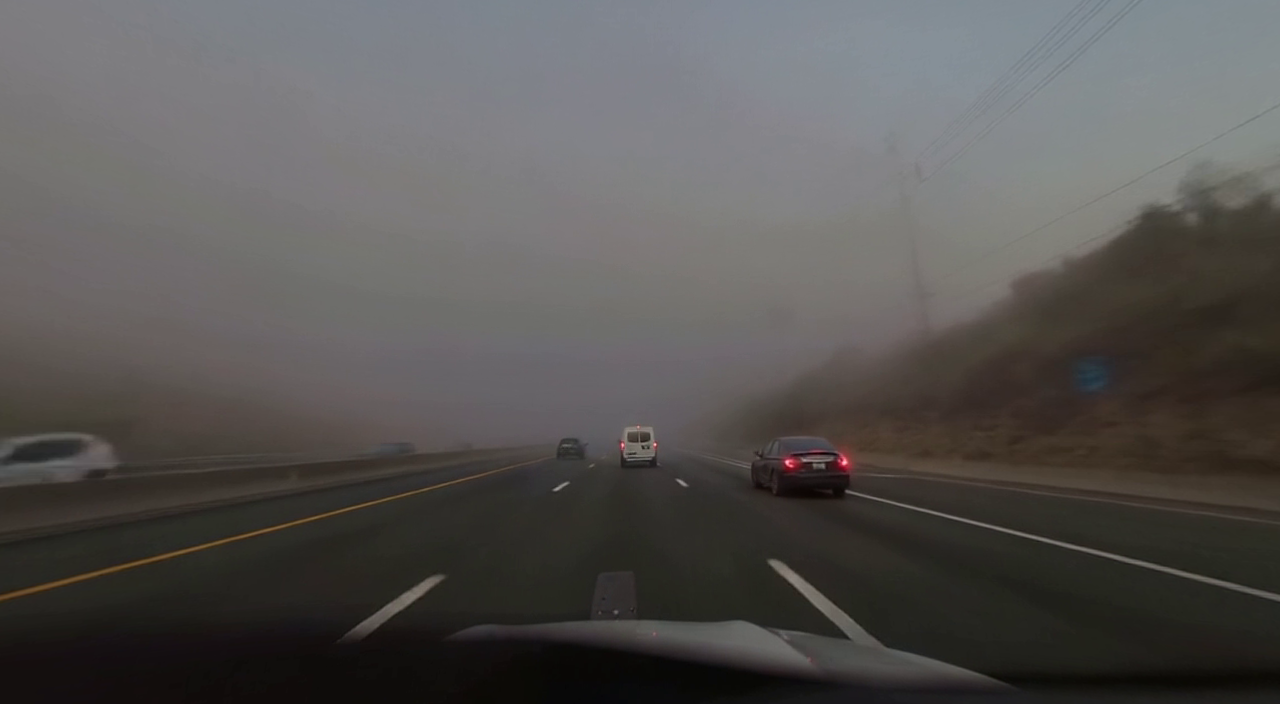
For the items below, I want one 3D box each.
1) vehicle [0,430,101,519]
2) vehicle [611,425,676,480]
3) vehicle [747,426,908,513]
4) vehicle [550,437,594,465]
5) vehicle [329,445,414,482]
[{"bbox_3d":[-15.357,2.712,13.917,2.338,1.946,5.183,0,-8,-1],"label":"vehicle"},{"bbox_3d":[0.079,3.610,22.985,2.159,1.811,4.238,0,-8,-1],"label":"vehicle"},{"bbox_3d":[3.821,2.448,13.849,1.923,1.562,4.691,0,-8,-2],"label":"vehicle"},{"bbox_3d":[-3.872,5.721,36.790,2.093,1.517,4.648,0,-8,-1],"label":"vehicle"},{"bbox_3d":[-12.039,5.011,28.657,1.929,1.465,4.604,0,-8,-1],"label":"vehicle"}]
